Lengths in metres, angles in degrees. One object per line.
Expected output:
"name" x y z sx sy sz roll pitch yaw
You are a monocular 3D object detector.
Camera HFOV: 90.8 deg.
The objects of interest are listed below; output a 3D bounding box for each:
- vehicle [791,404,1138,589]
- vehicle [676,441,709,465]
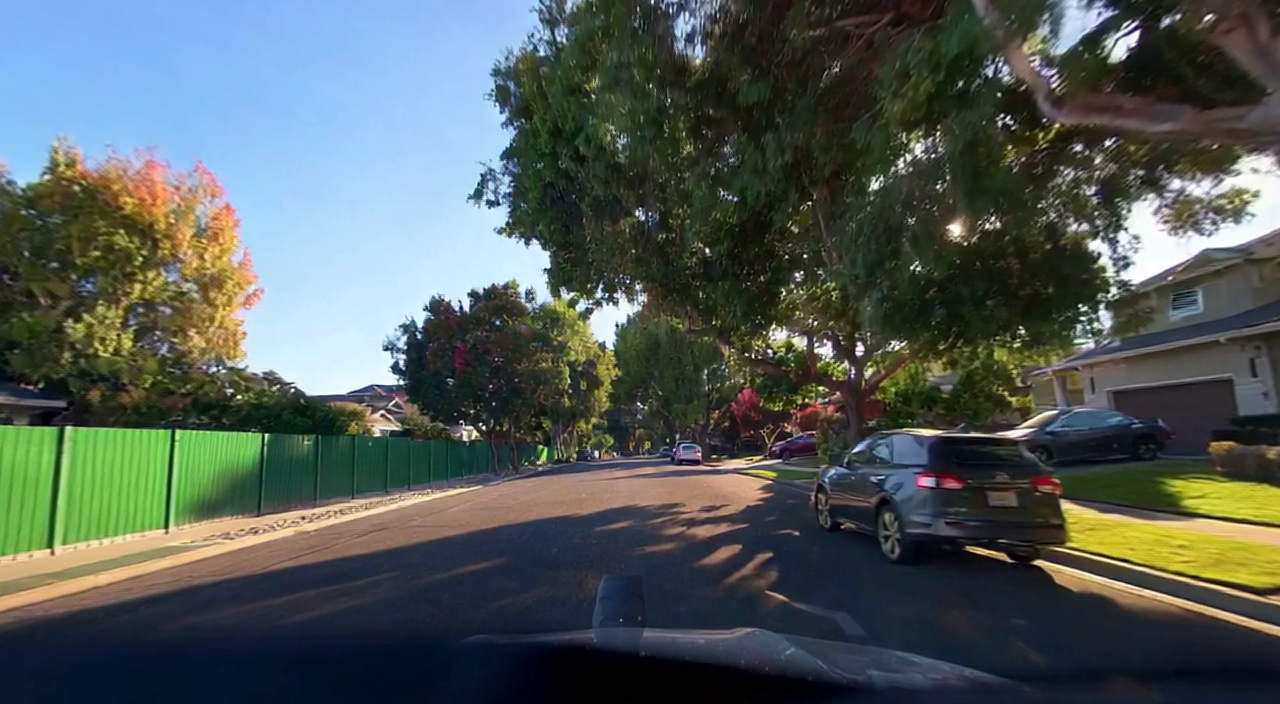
"vehicle" 3.650 1.740 8.412 2.165 1.688 4.642 -2 -9 1
"vehicle" 3.910 7.615 47.648 2.122 1.673 4.876 0 -9 1
